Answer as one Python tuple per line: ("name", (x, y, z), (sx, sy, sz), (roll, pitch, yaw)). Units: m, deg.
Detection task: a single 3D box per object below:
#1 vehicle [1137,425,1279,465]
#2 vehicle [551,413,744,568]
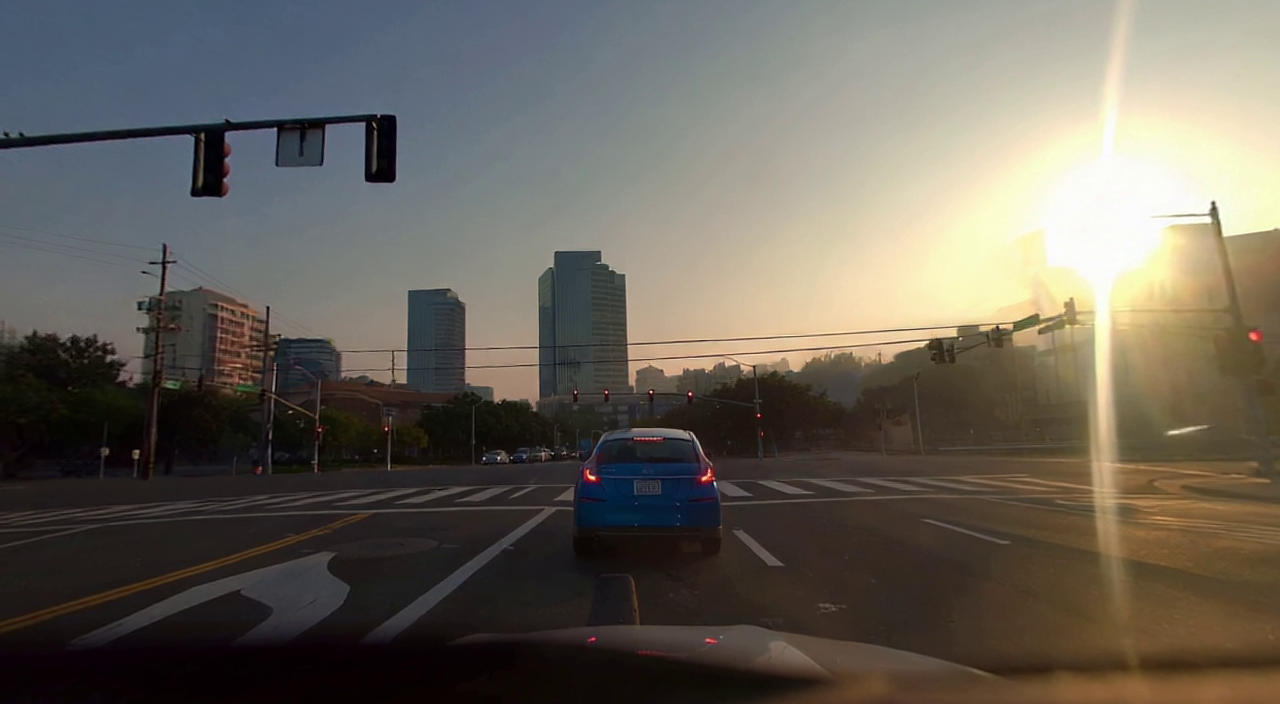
("vehicle", (28.493, 4.673, 31.726), (5.247, 1.889, 2.050), (0, -8, 1))
("vehicle", (0.039, 1.754, 8.709), (2.027, 1.626, 3.942), (0, -8, -1))
